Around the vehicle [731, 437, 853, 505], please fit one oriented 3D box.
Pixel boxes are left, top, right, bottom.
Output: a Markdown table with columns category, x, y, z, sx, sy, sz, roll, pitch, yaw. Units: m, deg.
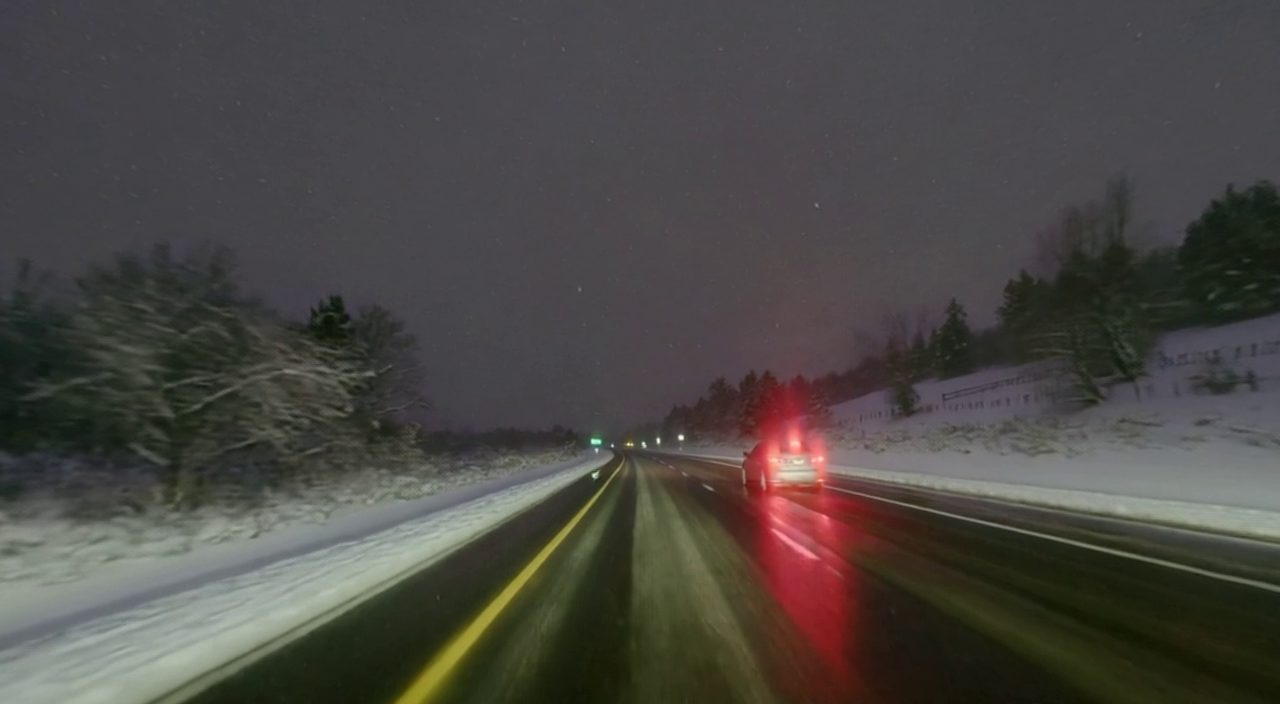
| category | x | y | z | sx | sy | sz | roll | pitch | yaw |
| --- | --- | --- | --- | --- | --- | --- | --- | --- | --- |
| vehicle | 3.667 | 2.956 | 16.164 | 2.003 | 1.466 | 4.441 | -1 | -8 | 0 |
